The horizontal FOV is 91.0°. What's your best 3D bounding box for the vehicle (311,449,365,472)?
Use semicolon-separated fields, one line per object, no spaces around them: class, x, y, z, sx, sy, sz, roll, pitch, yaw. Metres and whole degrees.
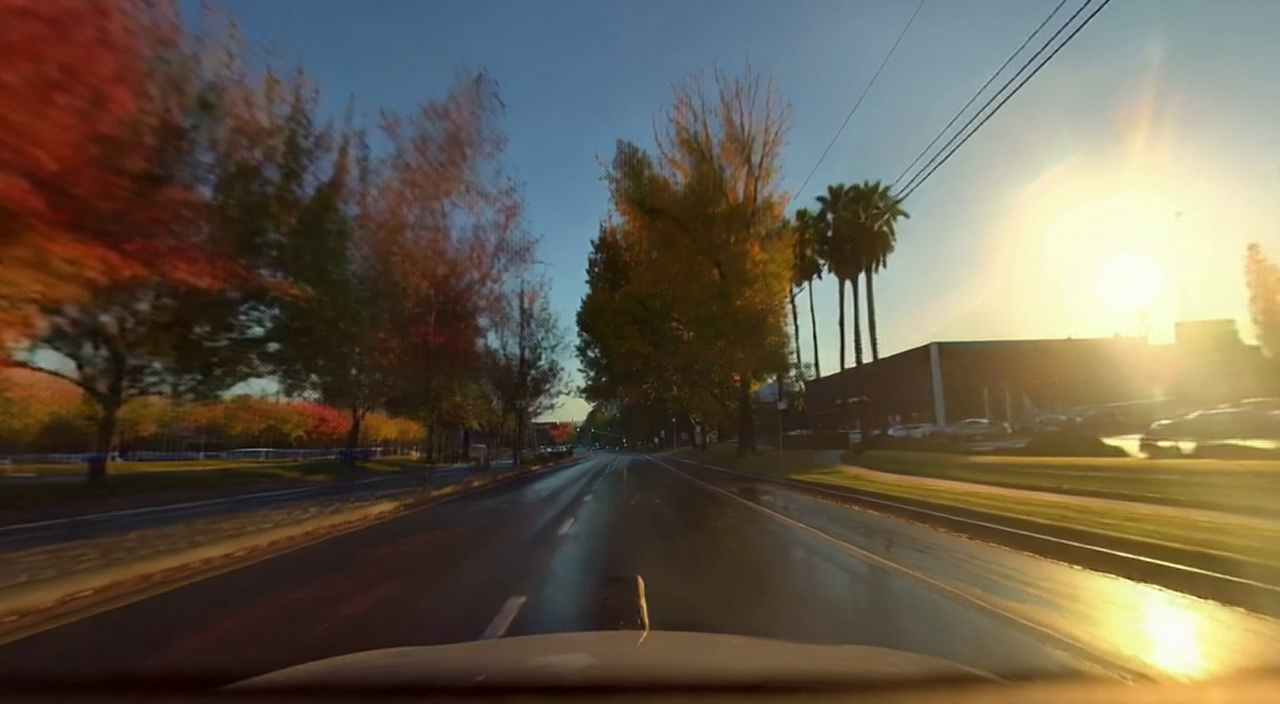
vehicle;-23.285;8.336;48.765;1.994;1.652;4.570;1;-9;-2
